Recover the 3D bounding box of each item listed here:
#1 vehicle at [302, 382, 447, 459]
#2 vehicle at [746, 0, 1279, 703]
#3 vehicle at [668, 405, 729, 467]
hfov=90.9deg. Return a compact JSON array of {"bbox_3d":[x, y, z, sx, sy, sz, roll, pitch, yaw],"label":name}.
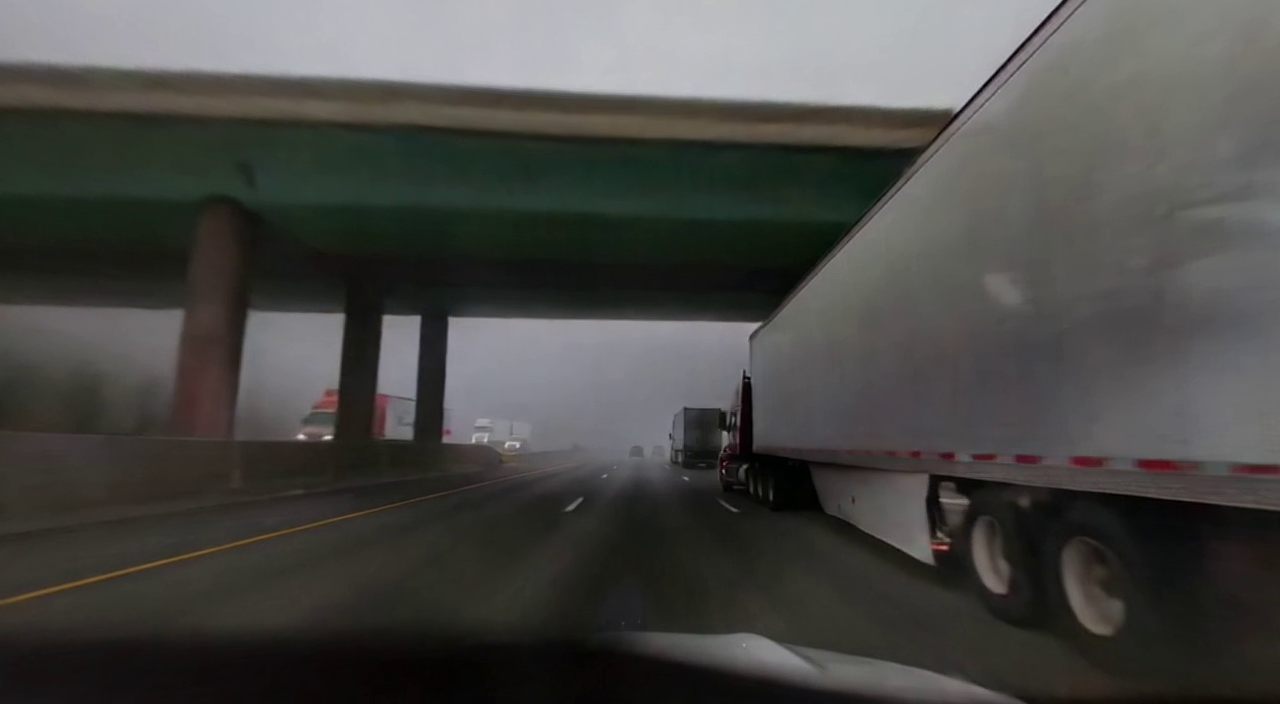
[{"bbox_3d":[-15.913,4.617,39.758,2.918,3.945,14.545,0,-9,0],"label":"vehicle"},{"bbox_3d":[4.019,0.463,7.825,2.922,3.987,14.038,0,-9,0],"label":"vehicle"},{"bbox_3d":[4.116,6.563,48.211,2.881,3.995,14.382,0,-9,-2],"label":"vehicle"}]
